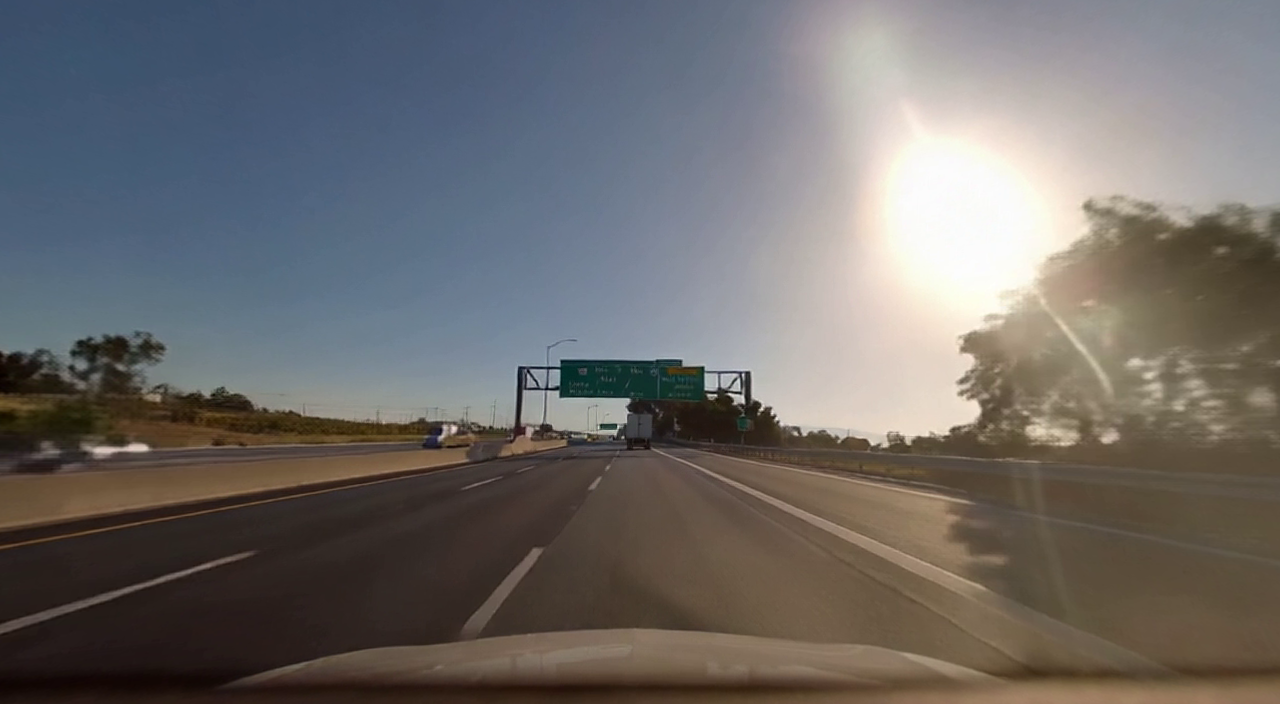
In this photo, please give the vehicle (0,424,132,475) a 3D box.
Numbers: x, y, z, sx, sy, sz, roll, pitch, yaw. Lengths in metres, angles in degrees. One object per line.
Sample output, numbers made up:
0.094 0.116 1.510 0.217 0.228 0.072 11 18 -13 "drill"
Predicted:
-19.075 3.097 20.151 1.839 1.447 4.563 -1 -8 -1 "vehicle"
